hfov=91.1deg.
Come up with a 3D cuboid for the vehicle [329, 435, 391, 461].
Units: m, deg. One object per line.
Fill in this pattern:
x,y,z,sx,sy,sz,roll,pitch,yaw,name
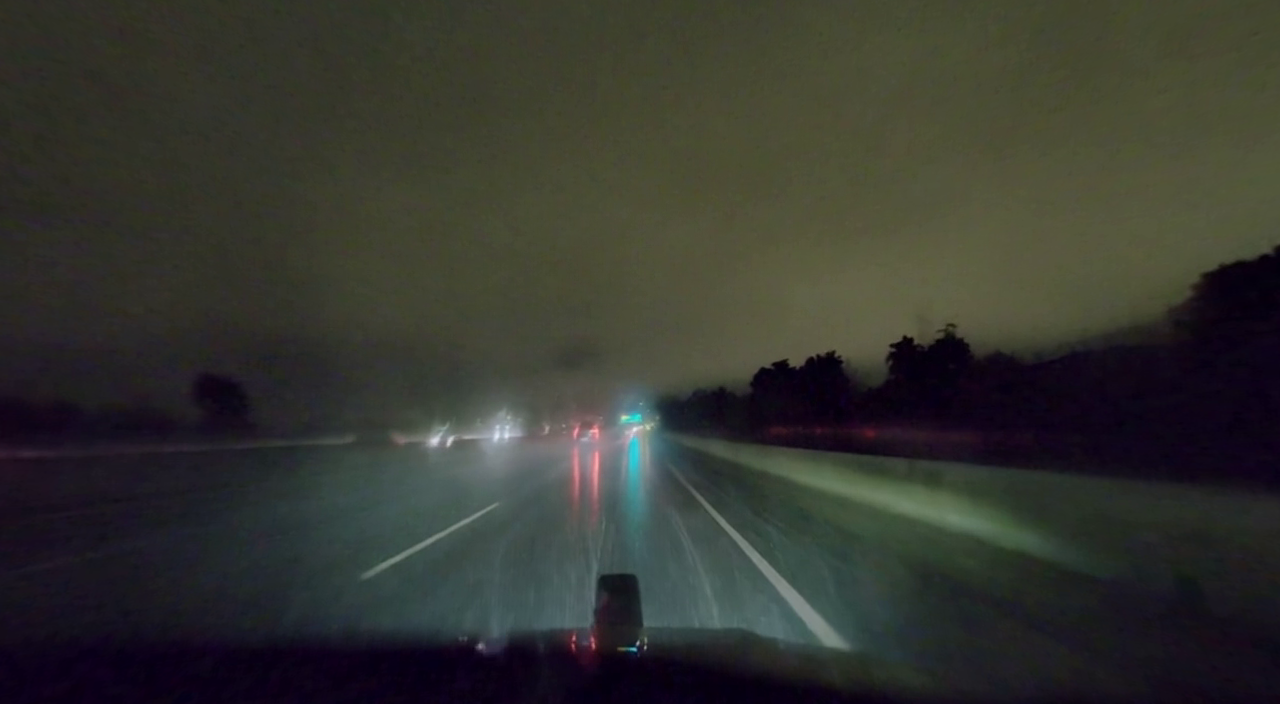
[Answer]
-16.426,5.626,37.068,1.881,1.464,4.047,0,-8,-1,vehicle
